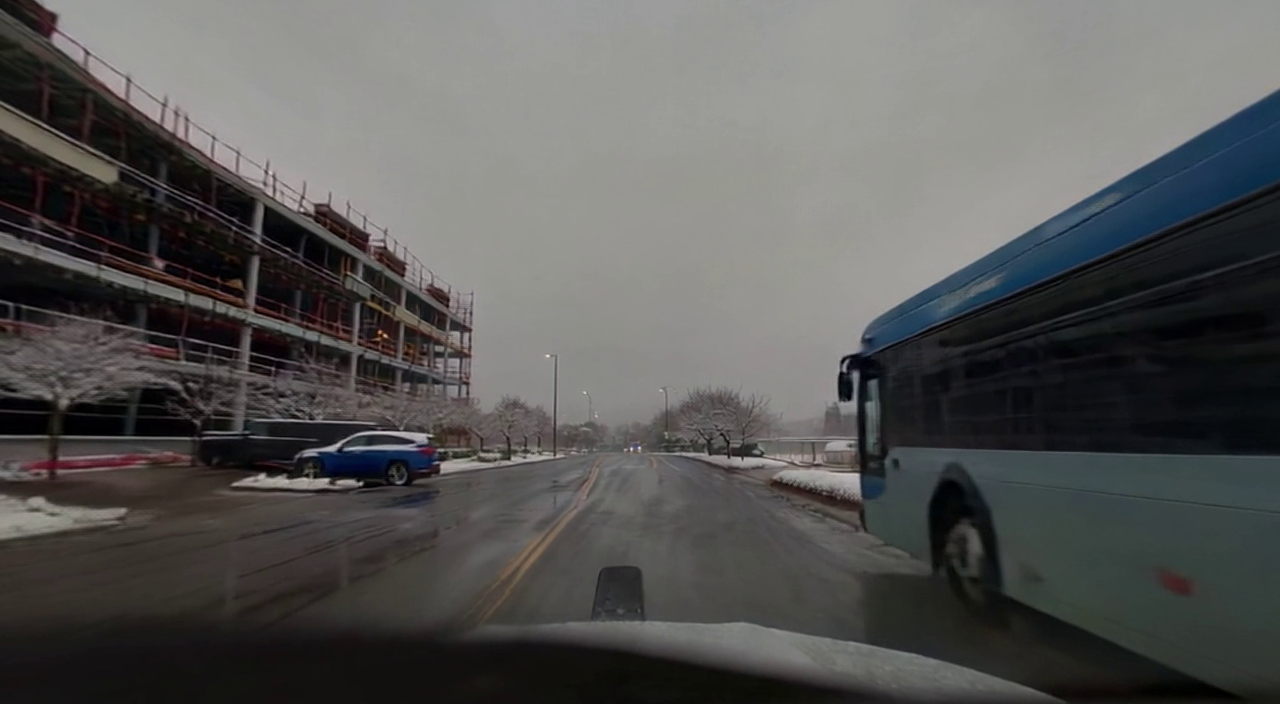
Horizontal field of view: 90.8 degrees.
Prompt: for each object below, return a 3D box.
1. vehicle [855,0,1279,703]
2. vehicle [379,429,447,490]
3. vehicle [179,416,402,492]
[{"bbox_3d":[3.830,-0.204,1.079,3.040,3.424,12.508,0,-9,2],"label":"vehicle"},{"bbox_3d":[-8.307,3.909,23.295,1.515,2.074,2.668,0,-8,-1],"label":"vehicle"},{"bbox_3d":[-13.723,4.111,25.501,7.067,2.785,2.980,2,-9,-9],"label":"vehicle"}]
